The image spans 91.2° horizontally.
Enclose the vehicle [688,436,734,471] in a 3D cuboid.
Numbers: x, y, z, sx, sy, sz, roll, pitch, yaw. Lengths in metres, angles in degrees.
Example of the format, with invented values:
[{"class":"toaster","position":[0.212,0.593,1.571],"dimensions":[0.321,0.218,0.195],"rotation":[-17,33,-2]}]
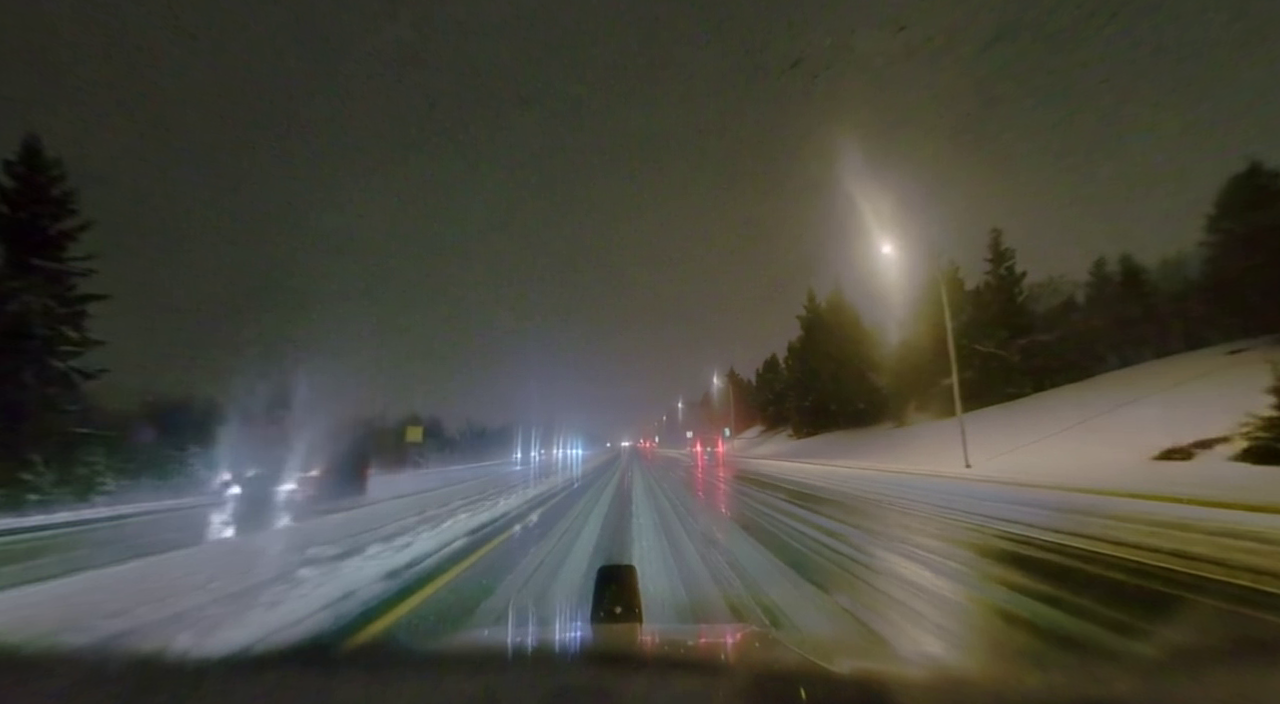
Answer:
[{"class":"vehicle","position":[3.488,5.087,31.550],"dimensions":[1.972,1.614,4.025],"rotation":[-1,-9,2]}]

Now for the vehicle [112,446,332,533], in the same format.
[{"class":"vehicle","position":[-8.941,2.917,13.978],"dimensions":[1.950,1.587,4.308],"rotation":[0,-9,-1]}]
